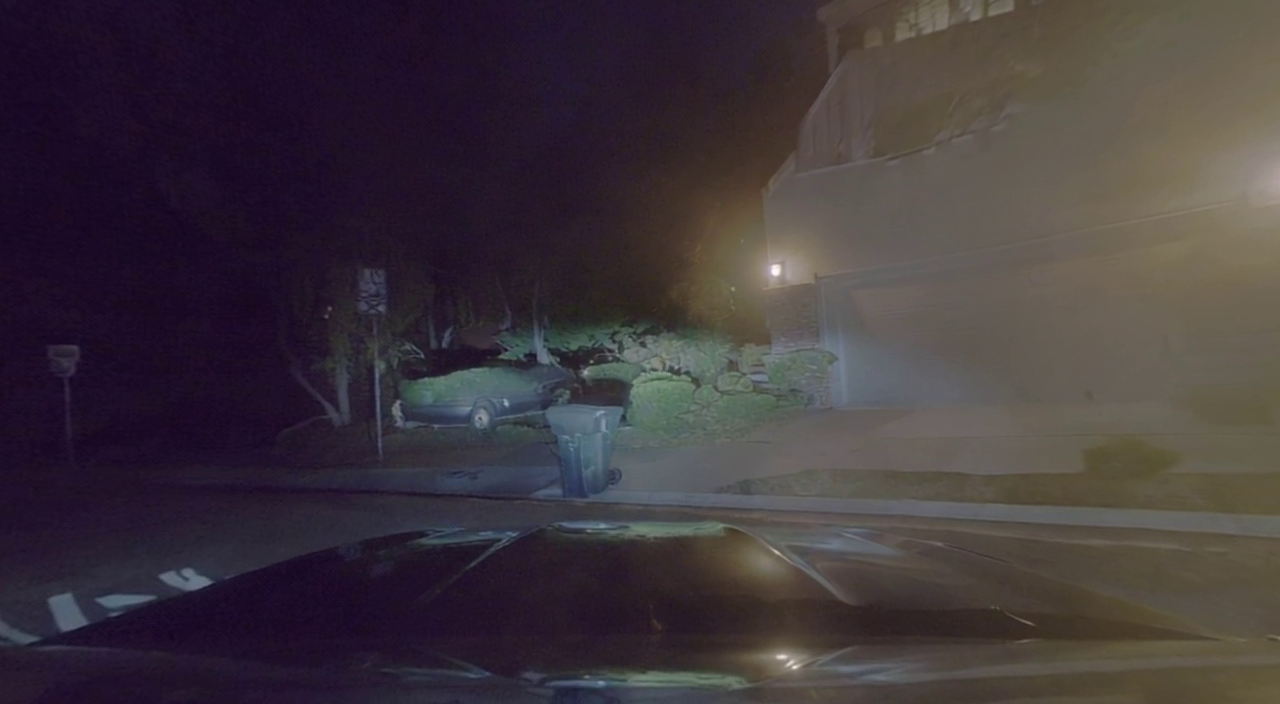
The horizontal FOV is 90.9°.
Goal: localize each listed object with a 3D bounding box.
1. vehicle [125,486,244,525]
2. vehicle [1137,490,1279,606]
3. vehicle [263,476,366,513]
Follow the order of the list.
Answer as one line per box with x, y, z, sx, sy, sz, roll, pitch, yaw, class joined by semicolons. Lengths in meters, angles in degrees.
-21.420;7.168;29.725;4.315;1.435;1.804;7;-10;-38;vehicle
11.303;3.518;11.874;1.860;1.477;4.629;-5;-9;24;vehicle
-17.181;7.597;33.522;2.019;1.697;4.310;-2;-14;25;vehicle
